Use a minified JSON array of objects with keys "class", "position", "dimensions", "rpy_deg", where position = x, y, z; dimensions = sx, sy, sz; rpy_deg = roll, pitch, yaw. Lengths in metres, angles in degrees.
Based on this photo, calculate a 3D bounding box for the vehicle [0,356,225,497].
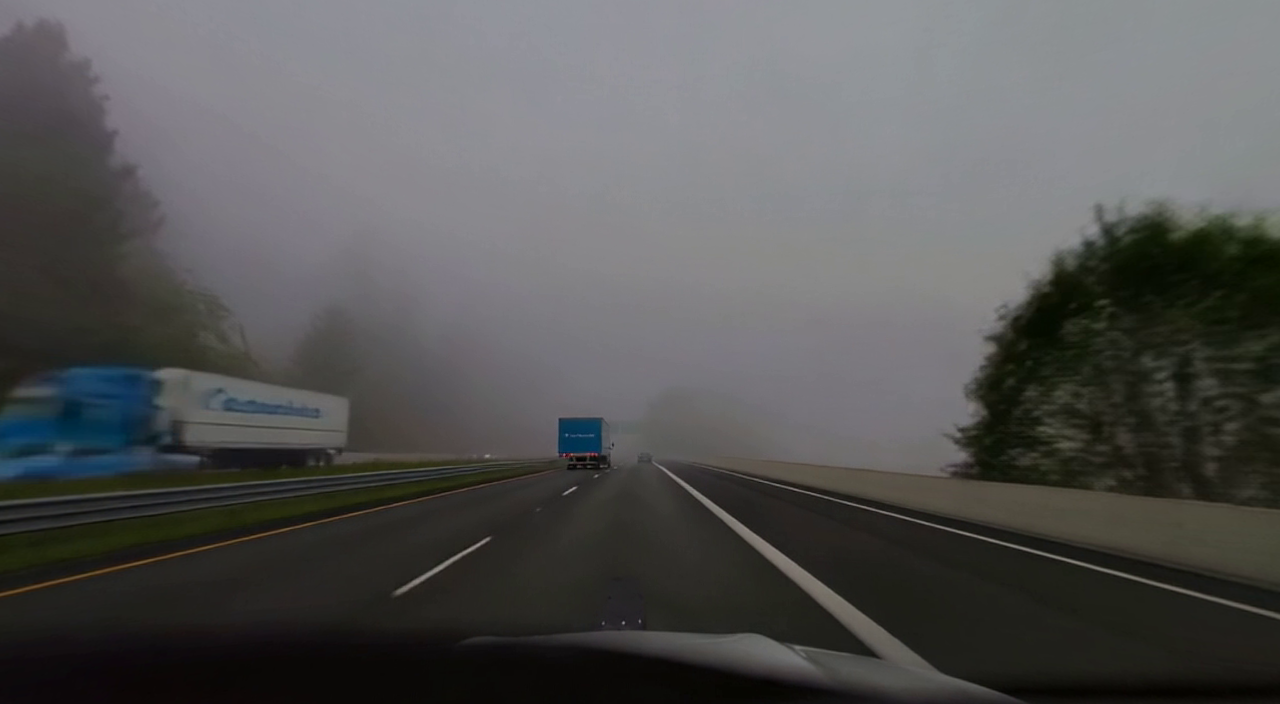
[{"class":"vehicle","position":[-17.298,2.529,20.786],"dimensions":[3.012,3.971,5.873],"rpy_deg":[0,-9,0]}]

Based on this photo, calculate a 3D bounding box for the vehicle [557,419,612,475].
[{"class":"vehicle","position":[-3.273,5.867,38.870],"dimensions":[2.695,3.151,6.885],"rpy_deg":[0,-9,0]}]

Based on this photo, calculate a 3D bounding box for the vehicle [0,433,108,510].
[{"class":"vehicle","position":[-13.238,2.399,12.708],"dimensions":[1.777,1.473,3.648],"rpy_deg":[0,-9,0]}]
